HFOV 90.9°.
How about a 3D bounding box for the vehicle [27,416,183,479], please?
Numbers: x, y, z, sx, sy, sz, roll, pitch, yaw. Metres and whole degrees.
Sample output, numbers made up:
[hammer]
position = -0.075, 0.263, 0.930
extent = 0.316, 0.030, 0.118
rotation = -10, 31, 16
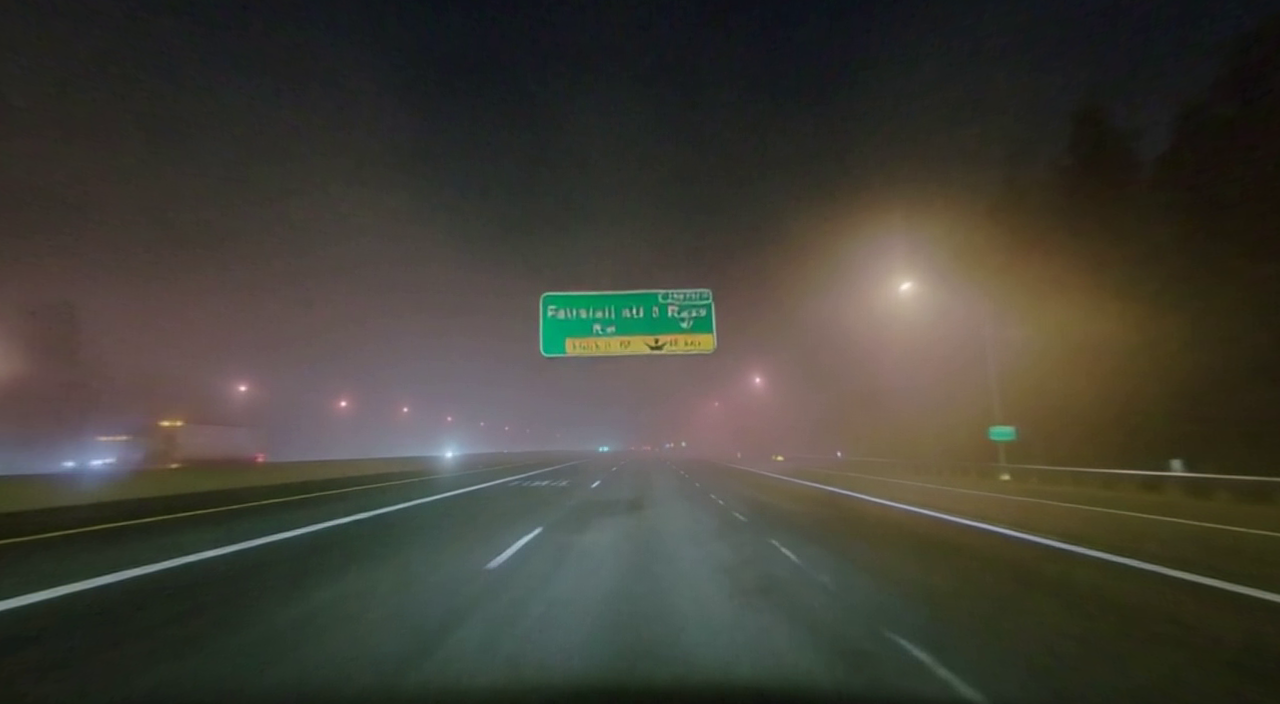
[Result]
[vehicle]
position = -35.661, 6.422, 42.674
extent = 3.032, 3.792, 8.384
rotation = 0, -8, 0
